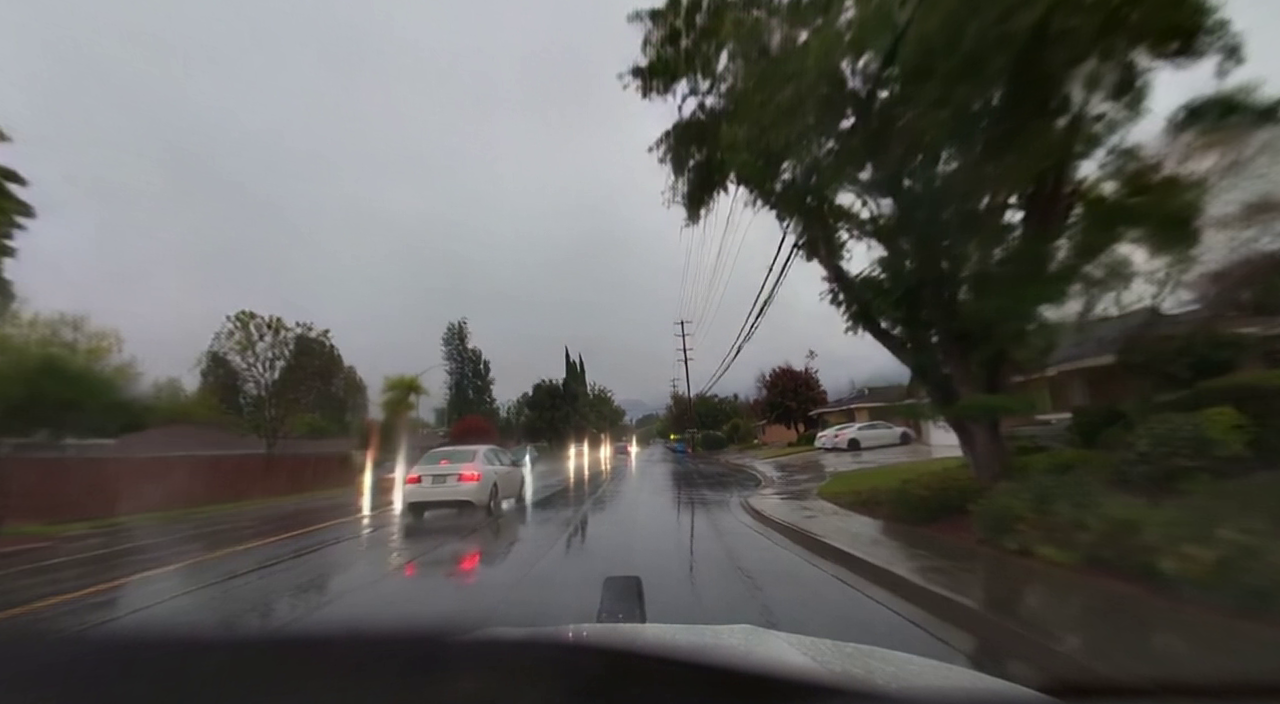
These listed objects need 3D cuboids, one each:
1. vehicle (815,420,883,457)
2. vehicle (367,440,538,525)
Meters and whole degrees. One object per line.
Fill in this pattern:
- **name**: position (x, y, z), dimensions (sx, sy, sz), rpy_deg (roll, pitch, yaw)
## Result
- **vehicle**: position (11.108, 4.689, 34.035), dimensions (2.121, 1.799, 5.124), rpy_deg (-1, -9, 3)
- **vehicle**: position (-3.645, 2.616, 13.330), dimensions (2.041, 1.471, 4.602), rpy_deg (0, -8, 2)
